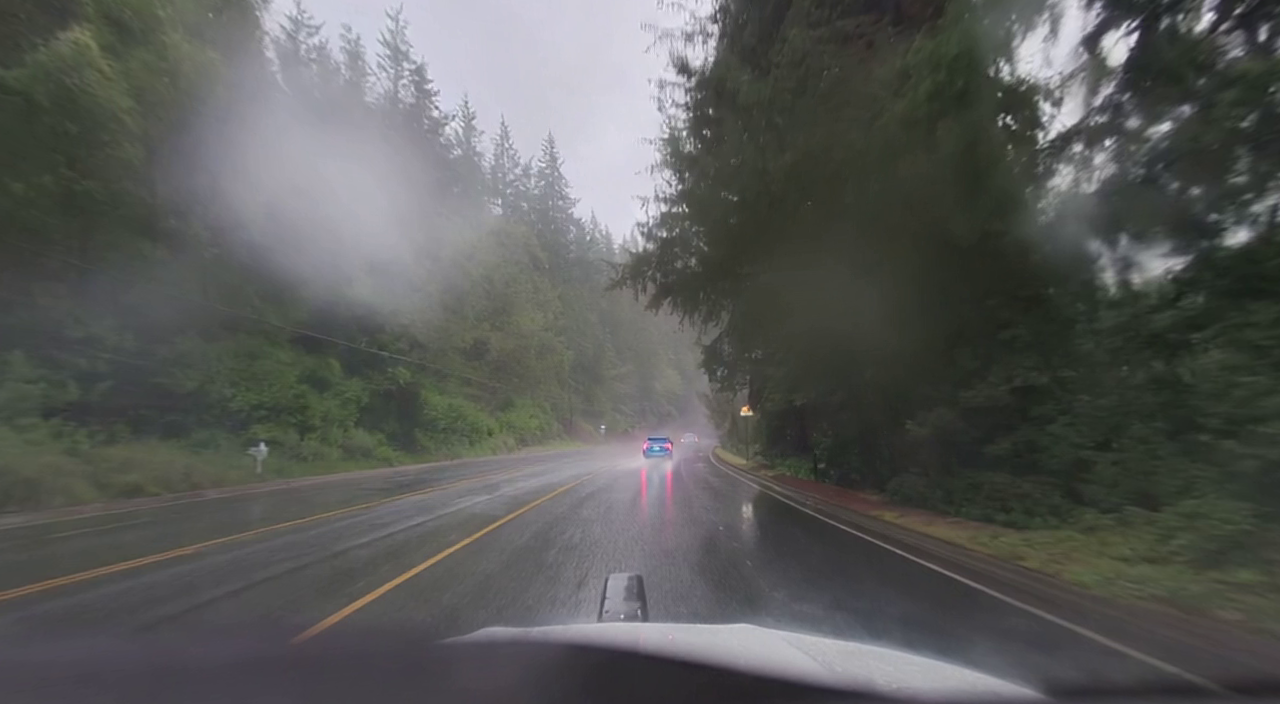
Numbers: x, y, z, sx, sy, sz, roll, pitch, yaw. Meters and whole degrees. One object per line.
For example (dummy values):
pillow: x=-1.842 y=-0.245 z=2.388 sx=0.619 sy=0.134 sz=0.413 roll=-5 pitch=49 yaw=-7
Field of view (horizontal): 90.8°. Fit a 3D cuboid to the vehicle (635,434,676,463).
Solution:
vehicle: x=0.989 y=5.901 z=38.669 sx=2.294 sy=1.708 sz=4.110 roll=-1 pitch=-8 yaw=4
